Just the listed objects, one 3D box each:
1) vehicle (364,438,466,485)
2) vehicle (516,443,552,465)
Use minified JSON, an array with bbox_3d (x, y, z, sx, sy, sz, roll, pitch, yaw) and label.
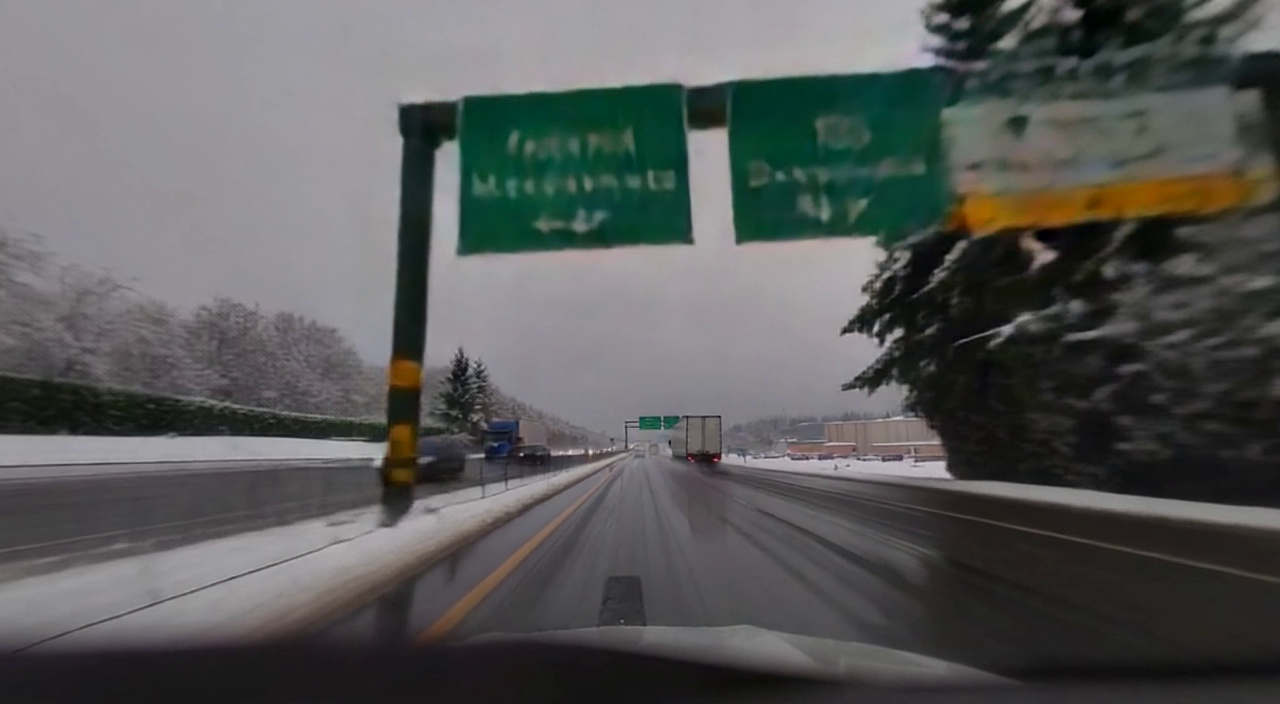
[{"bbox_3d":[-7.906,3.887,22.654,1.956,1.490,4.513,0,-9,0],"label":"vehicle"},{"bbox_3d":[-7.983,7.713,47.723,1.914,1.557,4.081,0,-9,1],"label":"vehicle"}]
